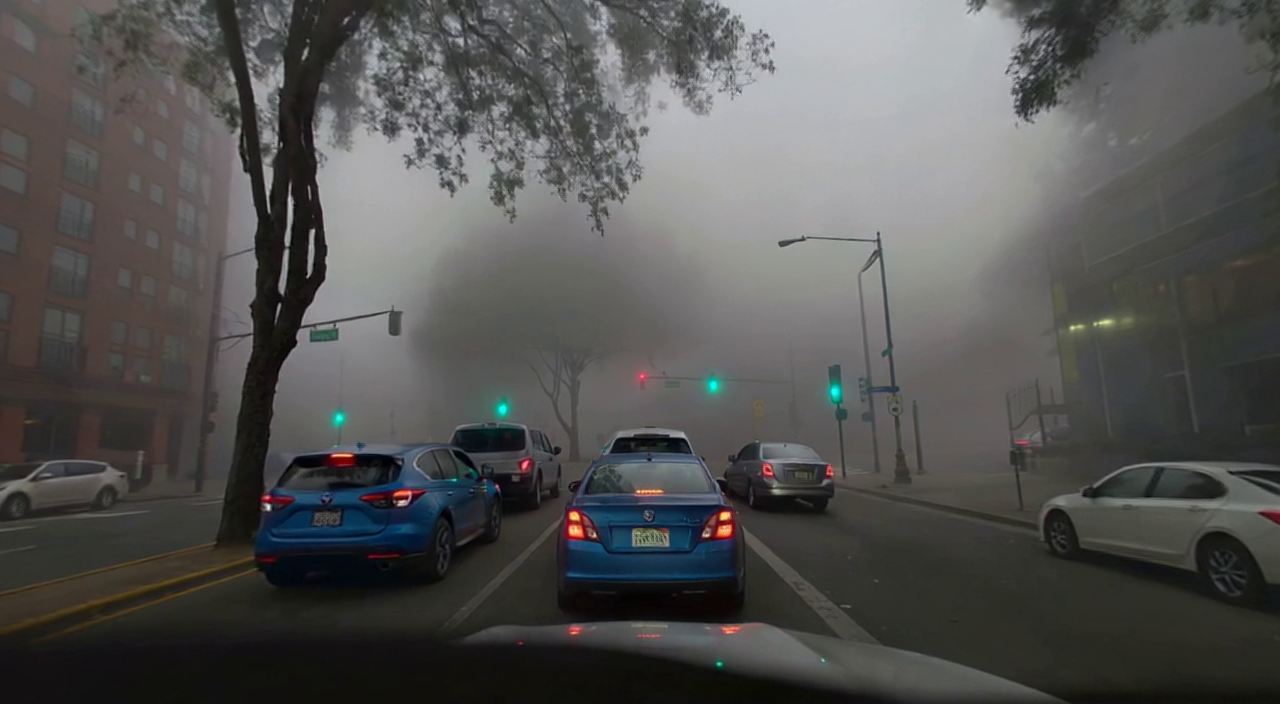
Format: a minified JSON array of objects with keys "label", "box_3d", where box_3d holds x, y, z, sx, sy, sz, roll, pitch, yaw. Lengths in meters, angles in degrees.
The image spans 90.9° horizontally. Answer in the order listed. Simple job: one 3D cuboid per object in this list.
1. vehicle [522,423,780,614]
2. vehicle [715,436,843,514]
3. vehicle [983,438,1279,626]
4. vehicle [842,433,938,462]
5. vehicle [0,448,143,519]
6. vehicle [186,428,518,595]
[{"label":"vehicle","box_3d":[0.081,1.586,6.826,2.022,1.481,3.564,0,-9,0]},{"label":"vehicle","box_3d":[2.986,2.736,14.497,2.018,1.529,3.880,0,-9,0]},{"label":"vehicle","box_3d":[5.964,1.702,6.879,1.873,1.453,4.579,0,-9,0]},{"label":"vehicle","box_3d":[16.357,6.272,41.512,5.345,1.811,2.175,0,-9,-1]},{"label":"vehicle","box_3d":[-16.238,3.444,17.007,1.914,1.690,4.461,0,-9,1]},{"label":"vehicle","box_3d":[-3.006,1.755,7.805,2.131,1.486,4.089,0,-9,1]}]
